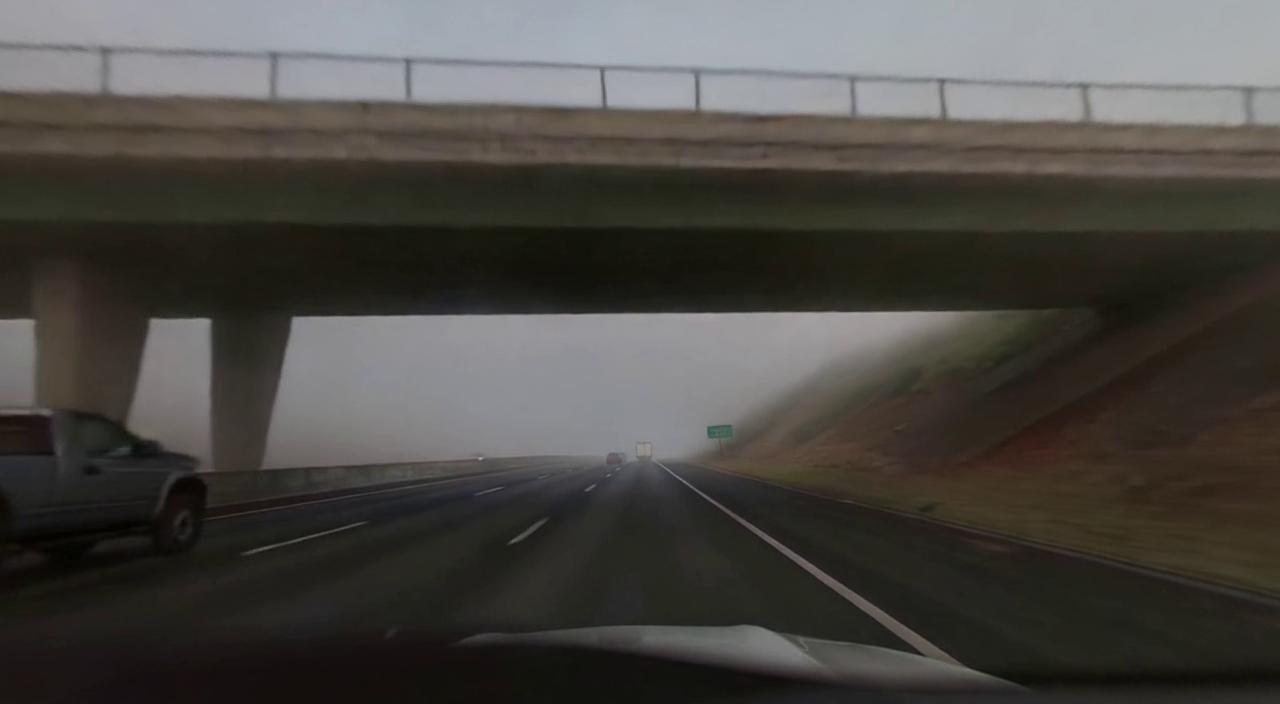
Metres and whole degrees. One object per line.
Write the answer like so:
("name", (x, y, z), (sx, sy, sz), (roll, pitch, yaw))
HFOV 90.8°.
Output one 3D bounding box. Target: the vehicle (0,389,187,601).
("vehicle", (-7.053, 1.279, 5.550), (2.232, 1.947, 5.180), (0, -9, 0))
